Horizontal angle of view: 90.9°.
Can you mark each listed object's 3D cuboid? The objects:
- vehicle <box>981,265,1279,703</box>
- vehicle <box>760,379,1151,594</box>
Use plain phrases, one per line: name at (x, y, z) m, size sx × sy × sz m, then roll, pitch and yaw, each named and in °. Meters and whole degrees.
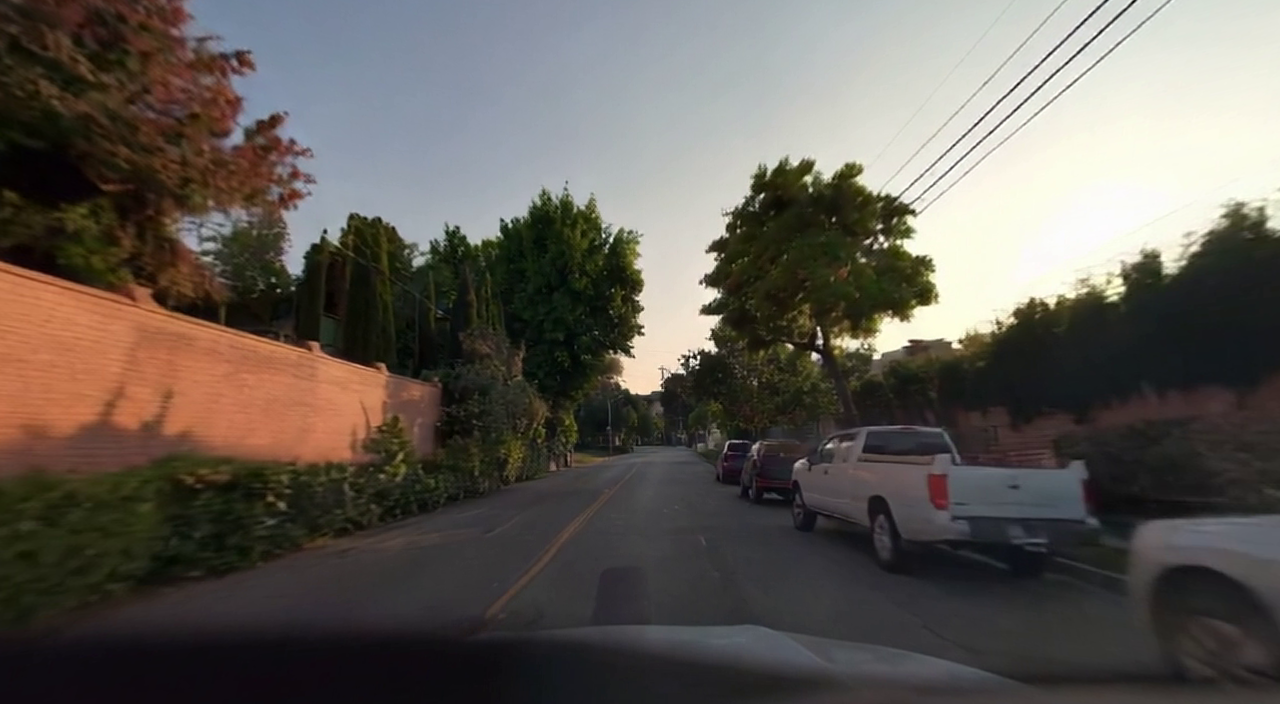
vehicle at (3.446, 0.503, 0.860) m, size 2.518 × 1.943 × 6.415 m, roll 0°, pitch -8°, yaw 1°
vehicle at (3.593, 1.732, 9.096) m, size 2.421 × 1.991 × 6.043 m, roll 1°, pitch -9°, yaw -1°
